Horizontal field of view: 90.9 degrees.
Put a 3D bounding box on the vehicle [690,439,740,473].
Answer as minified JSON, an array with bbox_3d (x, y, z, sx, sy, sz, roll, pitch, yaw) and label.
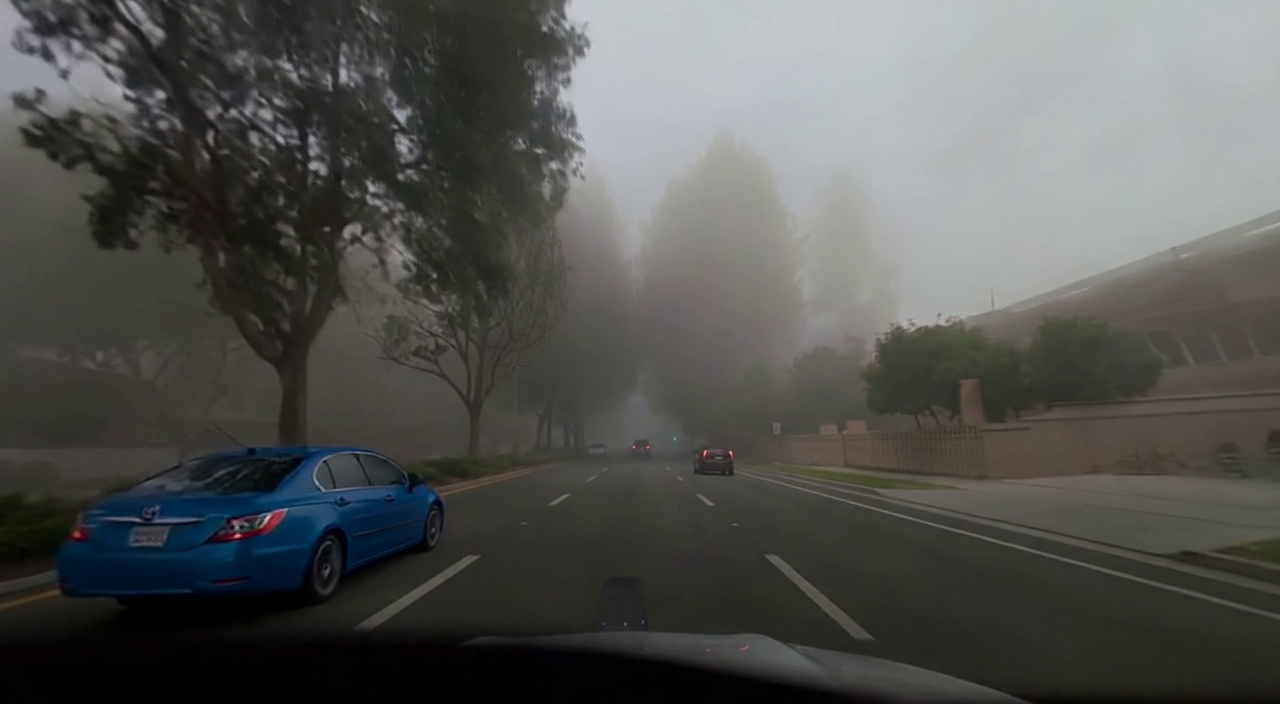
[{"bbox_3d":[3.969,5.579,34.023,2.182,1.688,4.187,0,-8,0],"label":"vehicle"}]

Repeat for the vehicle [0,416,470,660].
[{"bbox_3d":[-3.543,1.536,6.496,2.091,1.503,4.989,0,-8,1],"label":"vehicle"}]

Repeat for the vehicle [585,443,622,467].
[{"bbox_3d":[-2.327,6.732,41.287,1.940,1.473,4.133,-1,-8,3],"label":"vehicle"}]
